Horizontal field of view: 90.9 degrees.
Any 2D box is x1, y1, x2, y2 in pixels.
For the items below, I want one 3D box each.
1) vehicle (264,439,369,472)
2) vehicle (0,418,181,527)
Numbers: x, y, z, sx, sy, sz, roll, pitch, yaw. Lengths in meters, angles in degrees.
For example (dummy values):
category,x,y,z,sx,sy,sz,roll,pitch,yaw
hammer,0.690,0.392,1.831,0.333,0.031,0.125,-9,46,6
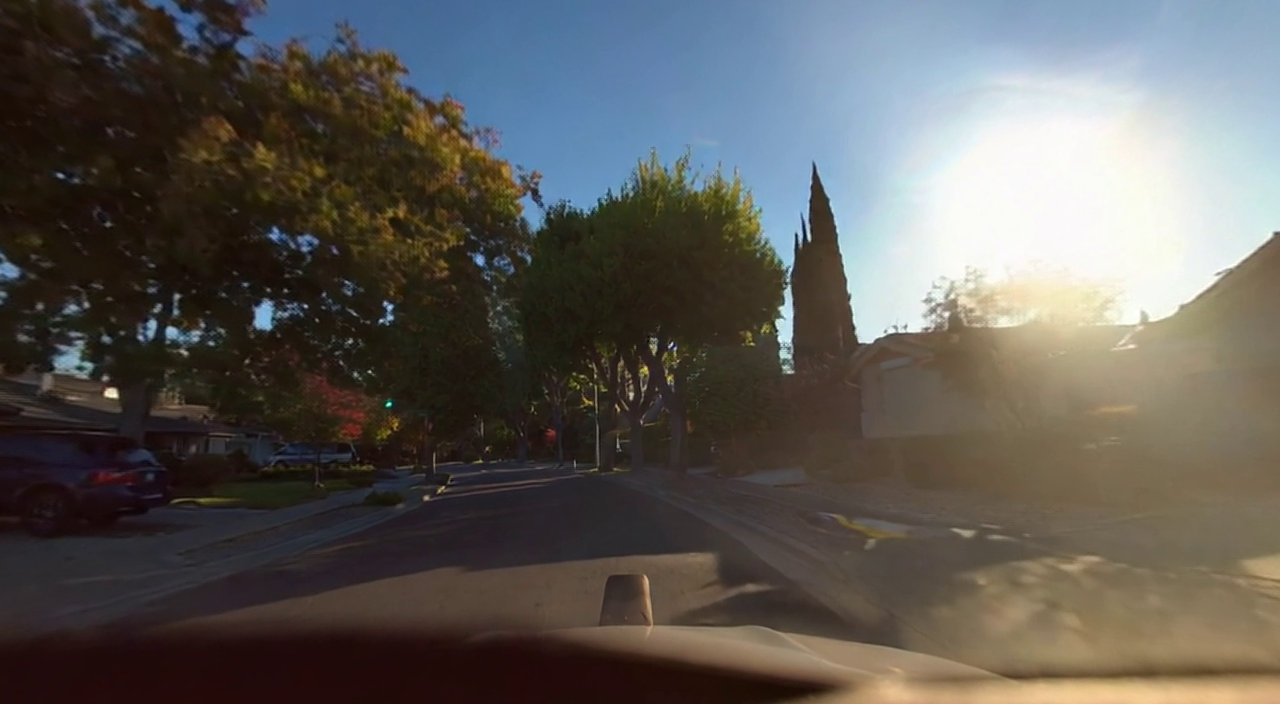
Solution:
category,x,y,z,sx,sy,sz,roll,pitch,yaw
vehicle,-16.808,5.419,32.983,4.471,1.638,1.877,2,-8,-13
vehicle,-11.578,2.157,11.273,4.961,1.757,1.971,1,-9,-17
